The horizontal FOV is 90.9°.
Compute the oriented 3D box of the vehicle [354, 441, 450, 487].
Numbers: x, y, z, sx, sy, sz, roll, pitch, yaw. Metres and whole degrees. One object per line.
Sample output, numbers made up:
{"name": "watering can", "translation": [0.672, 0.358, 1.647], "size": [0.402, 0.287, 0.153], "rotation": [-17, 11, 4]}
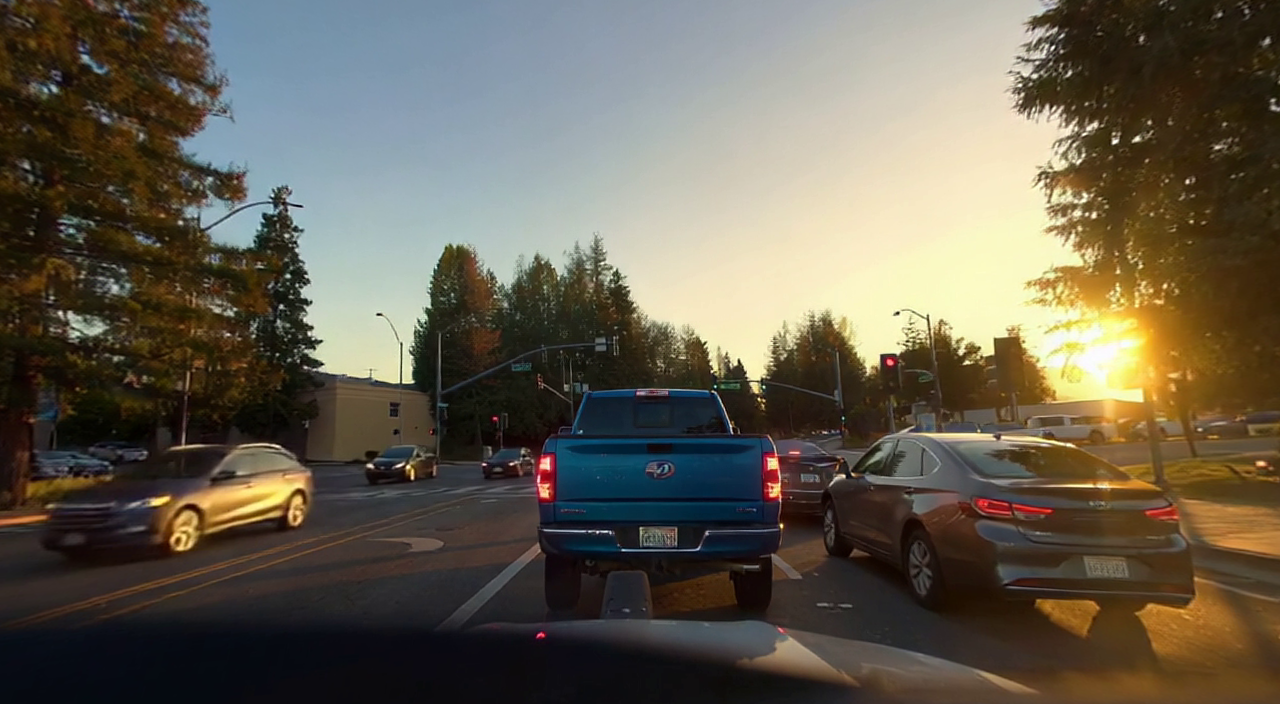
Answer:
{"name": "vehicle", "translation": [-9.243, 4.363, 24.920], "size": [1.920, 1.563, 4.643], "rotation": [-2, -8, 1]}

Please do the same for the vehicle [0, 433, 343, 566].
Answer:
{"name": "vehicle", "translation": [-6.622, 2.023, 9.541], "size": [1.905, 1.494, 4.666], "rotation": [0, -8, 1]}

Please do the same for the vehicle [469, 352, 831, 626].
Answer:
{"name": "vehicle", "translation": [0.091, 1.394, 7.416], "size": [2.636, 2.011, 5.425], "rotation": [0, -8, 1]}

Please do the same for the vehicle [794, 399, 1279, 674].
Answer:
{"name": "vehicle", "translation": [3.330, 1.506, 6.490], "size": [2.155, 1.667, 5.162], "rotation": [0, -8, 0]}
